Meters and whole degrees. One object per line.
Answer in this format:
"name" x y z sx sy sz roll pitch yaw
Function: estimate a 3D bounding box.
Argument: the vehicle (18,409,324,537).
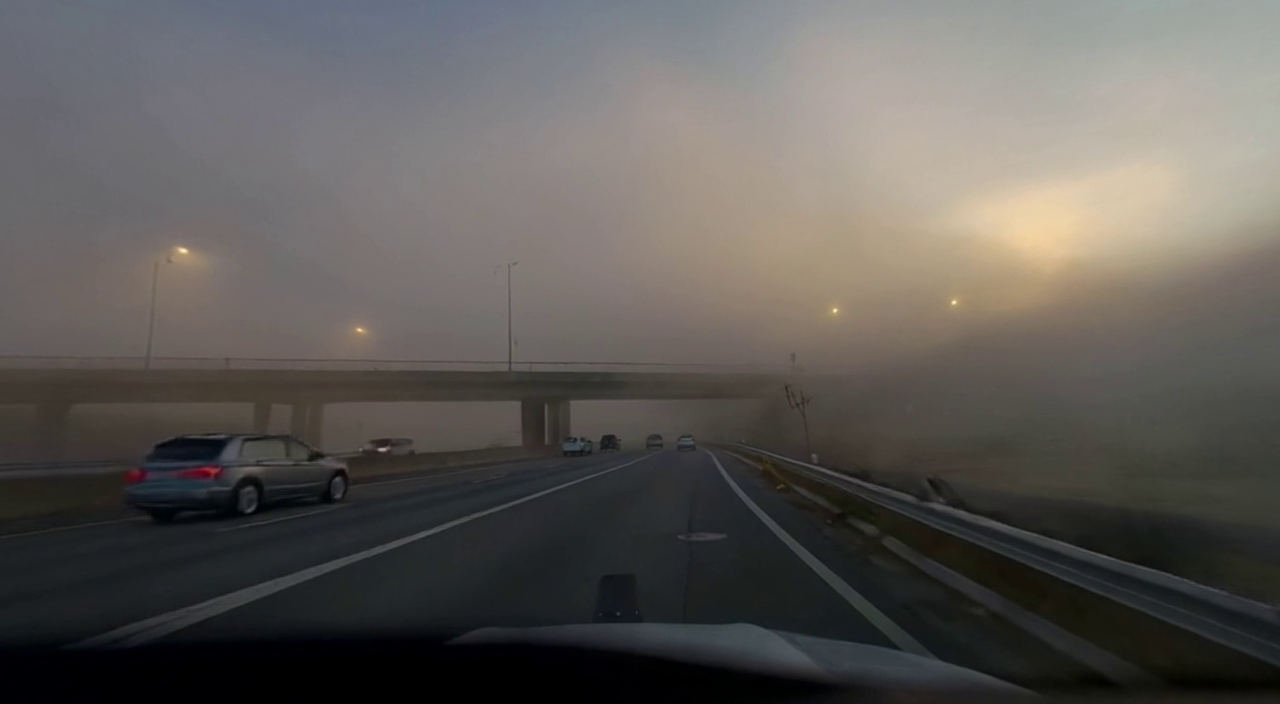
"vehicle" -8.261 2.129 11.808 1.956 1.888 4.512 -1 -8 6
